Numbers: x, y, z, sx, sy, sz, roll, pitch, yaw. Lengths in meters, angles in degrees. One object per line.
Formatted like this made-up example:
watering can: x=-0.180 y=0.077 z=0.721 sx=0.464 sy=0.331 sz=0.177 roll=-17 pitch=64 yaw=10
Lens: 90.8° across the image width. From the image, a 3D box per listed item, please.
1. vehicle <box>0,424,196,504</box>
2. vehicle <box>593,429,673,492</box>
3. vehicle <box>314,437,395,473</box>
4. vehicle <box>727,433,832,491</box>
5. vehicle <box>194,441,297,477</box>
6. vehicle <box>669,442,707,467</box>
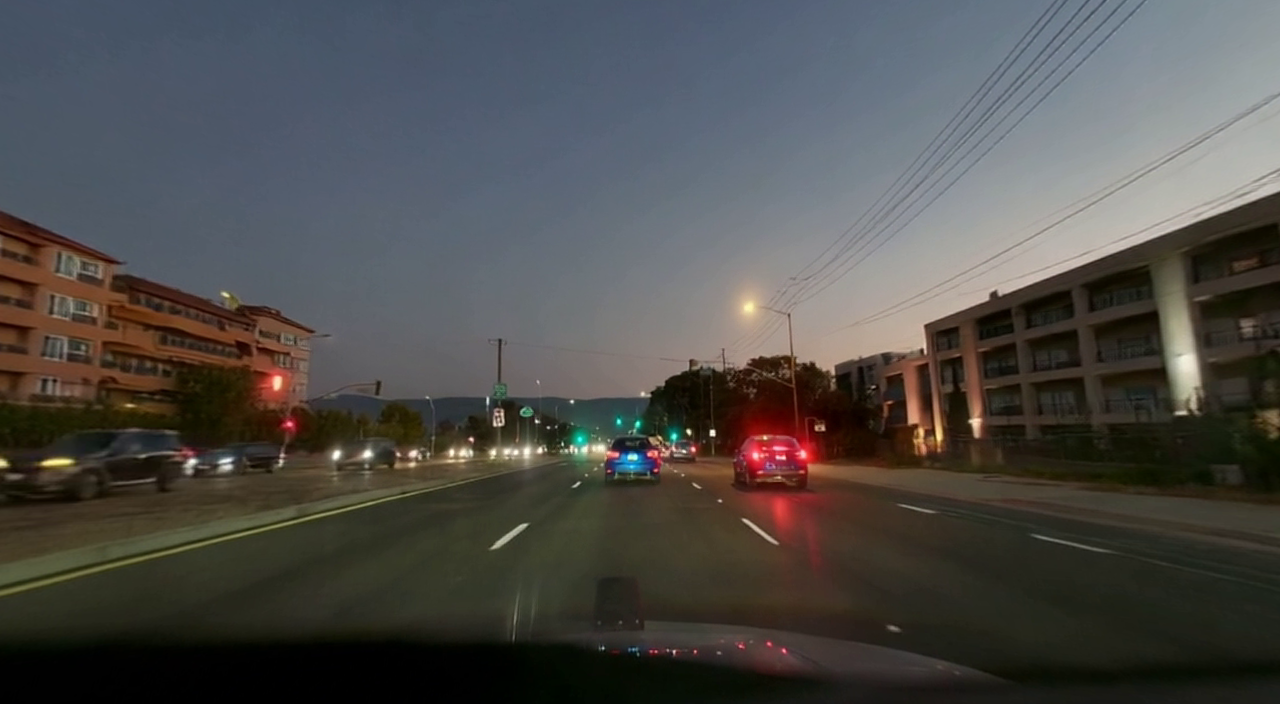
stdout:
vehicle: x=-14.037 y=2.785 z=16.200 sx=2.064 sy=1.745 sz=4.495 roll=0 pitch=-8 yaw=-1
vehicle: x=-0.229 y=3.096 z=18.398 sx=2.073 sy=1.606 sz=3.933 roll=0 pitch=-8 yaw=-1
vehicle: x=-14.390 y=5.194 z=32.194 sx=2.064 sy=1.676 sz=4.332 roll=-1 pitch=-8 yaw=0
vehicle: x=4.076 y=3.285 z=19.273 sx=2.086 sy=1.534 sz=4.351 roll=0 pitch=-8 yaw=-2
vehicle: x=-17.841 y=4.819 z=28.858 sx=1.826 sy=1.482 sz=4.561 roll=0 pitch=-8 yaw=-1
vehicle: x=3.082 y=6.678 z=41.354 sx=2.054 sy=1.461 sz=4.321 roll=0 pitch=-8 yaw=-1
